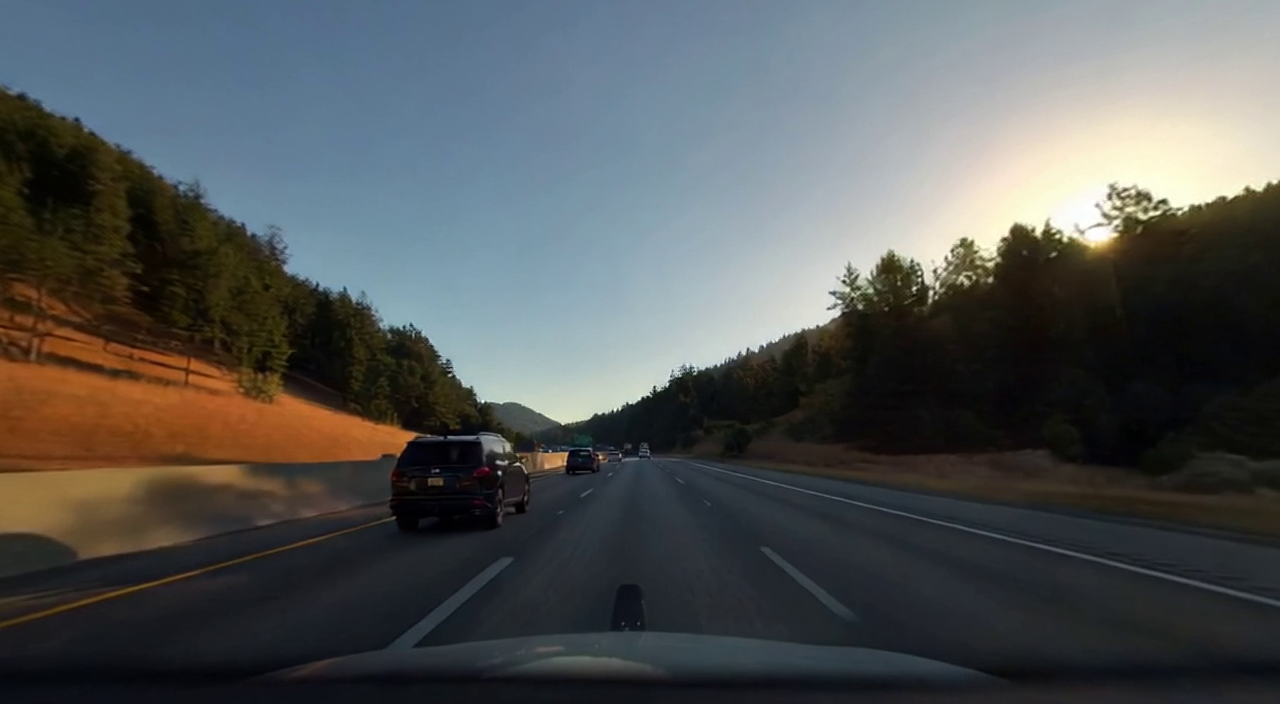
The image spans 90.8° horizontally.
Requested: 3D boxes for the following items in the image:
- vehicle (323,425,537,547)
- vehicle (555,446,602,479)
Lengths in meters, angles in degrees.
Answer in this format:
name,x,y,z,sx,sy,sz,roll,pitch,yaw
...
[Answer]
name,x,y,z,sx,sy,sz,roll,pitch,yaw
vehicle,-3.348,2.257,11.272,2.147,1.708,4.630,0,-9,1
vehicle,-3.026,5.548,31.877,1.944,1.548,4.051,0,-9,0
